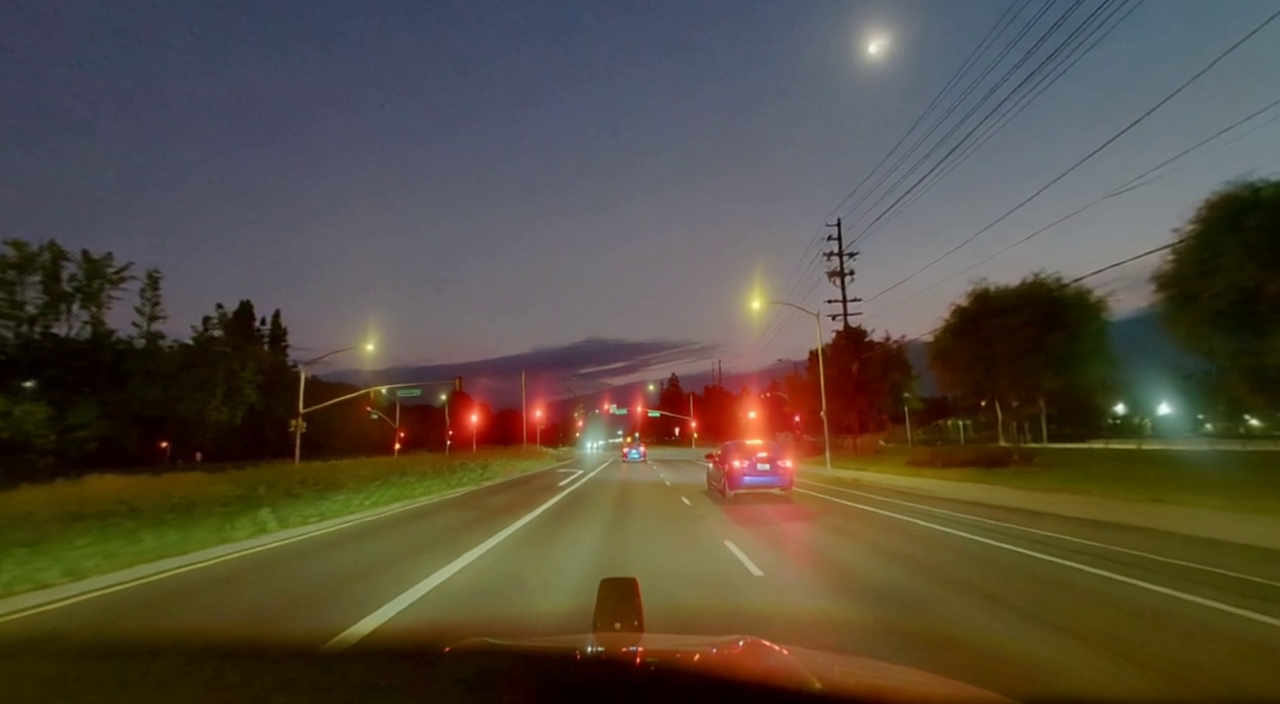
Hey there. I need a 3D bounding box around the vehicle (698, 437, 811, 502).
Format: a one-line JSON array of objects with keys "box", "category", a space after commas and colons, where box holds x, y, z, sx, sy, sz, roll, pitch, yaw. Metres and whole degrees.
[{"box": [2.793, 2.990, 16.473, 2.004, 1.448, 4.263, 0, -9, -2], "category": "vehicle"}]

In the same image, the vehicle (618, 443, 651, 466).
[{"box": [-0.367, 6.834, 42.214, 2.110, 1.466, 3.860, 0, -9, -1], "category": "vehicle"}]
